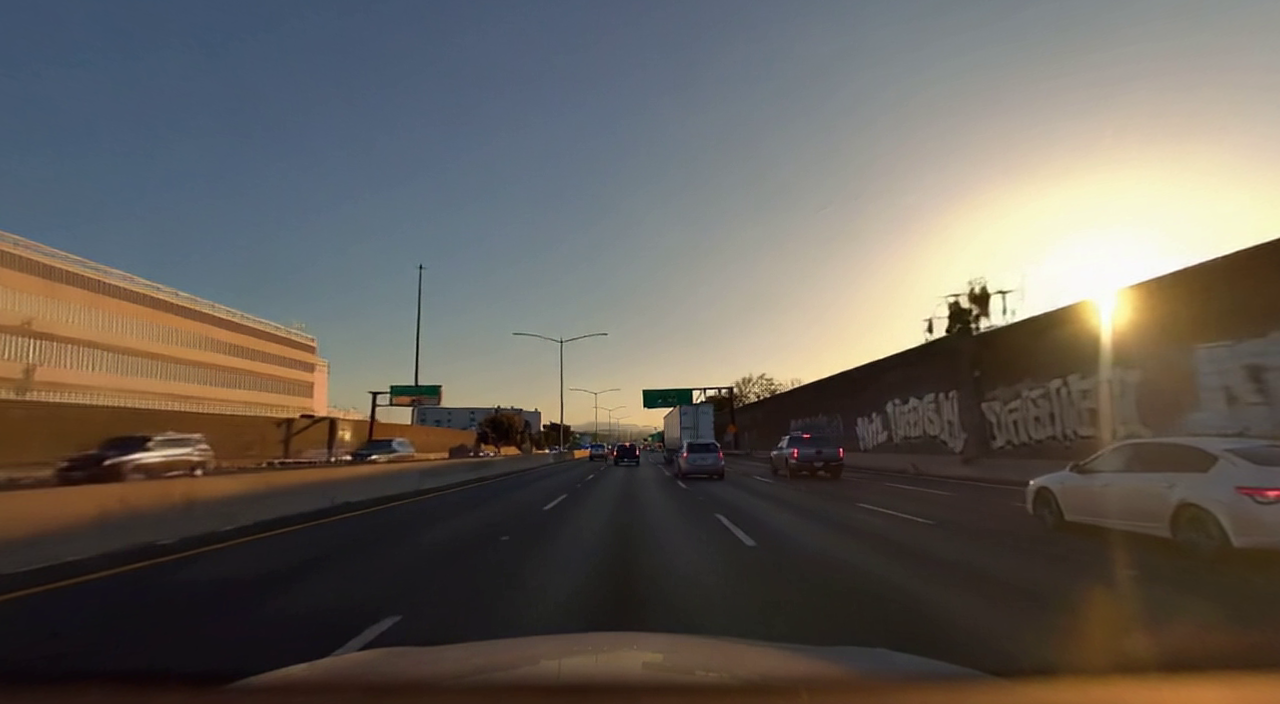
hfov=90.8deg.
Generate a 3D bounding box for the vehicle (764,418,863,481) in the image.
[{"bbox_3d":[7.174,4.152,27.058,2.322,2.360,6.433,0,-9,-1],"label":"vehicle"}]

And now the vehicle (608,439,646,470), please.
[{"bbox_3d":[-0.755,5.905,36.493,2.073,1.640,3.990,0,-9,-1],"label":"vehicle"}]

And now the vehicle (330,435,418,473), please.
[{"bbox_3d":[-13.025,5.039,31.350,2.309,1.726,4.818,0,-9,-1],"label":"vehicle"}]

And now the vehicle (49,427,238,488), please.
[{"bbox_3d":[-17.379,3.746,22.637,2.272,1.893,5.579,0,-9,-1],"label":"vehicle"}]

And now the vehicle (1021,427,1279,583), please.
[{"bbox_3d":[7.058,1.703,7.637,1.915,1.476,4.677,0,-9,-1],"label":"vehicle"}]

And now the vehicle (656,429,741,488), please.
[{"bbox_3d":[1.927,3.778,22.697,2.249,1.843,5.176,0,-9,-4],"label":"vehicle"}]
